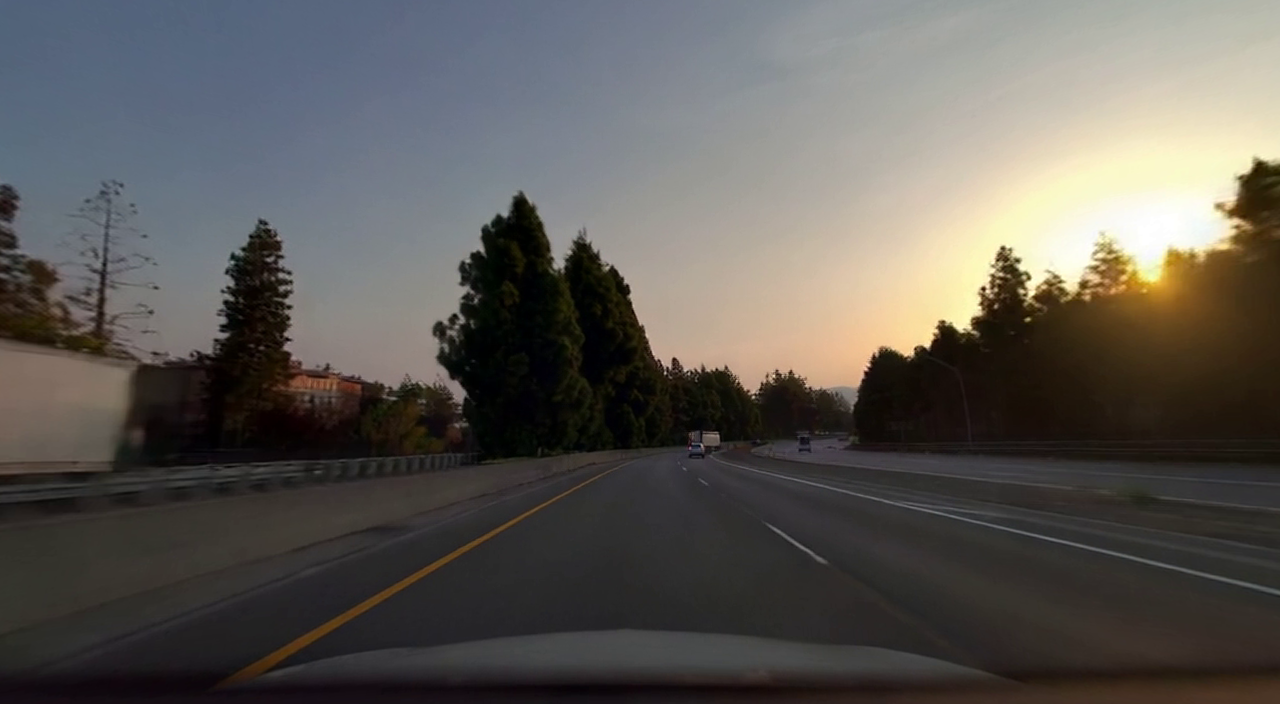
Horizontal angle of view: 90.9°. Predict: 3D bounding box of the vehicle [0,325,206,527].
[{"bbox_3d":[-14.645,1.284,11.399,2.854,4.101,14.140,-1,-9,3],"label":"vehicle"}]
